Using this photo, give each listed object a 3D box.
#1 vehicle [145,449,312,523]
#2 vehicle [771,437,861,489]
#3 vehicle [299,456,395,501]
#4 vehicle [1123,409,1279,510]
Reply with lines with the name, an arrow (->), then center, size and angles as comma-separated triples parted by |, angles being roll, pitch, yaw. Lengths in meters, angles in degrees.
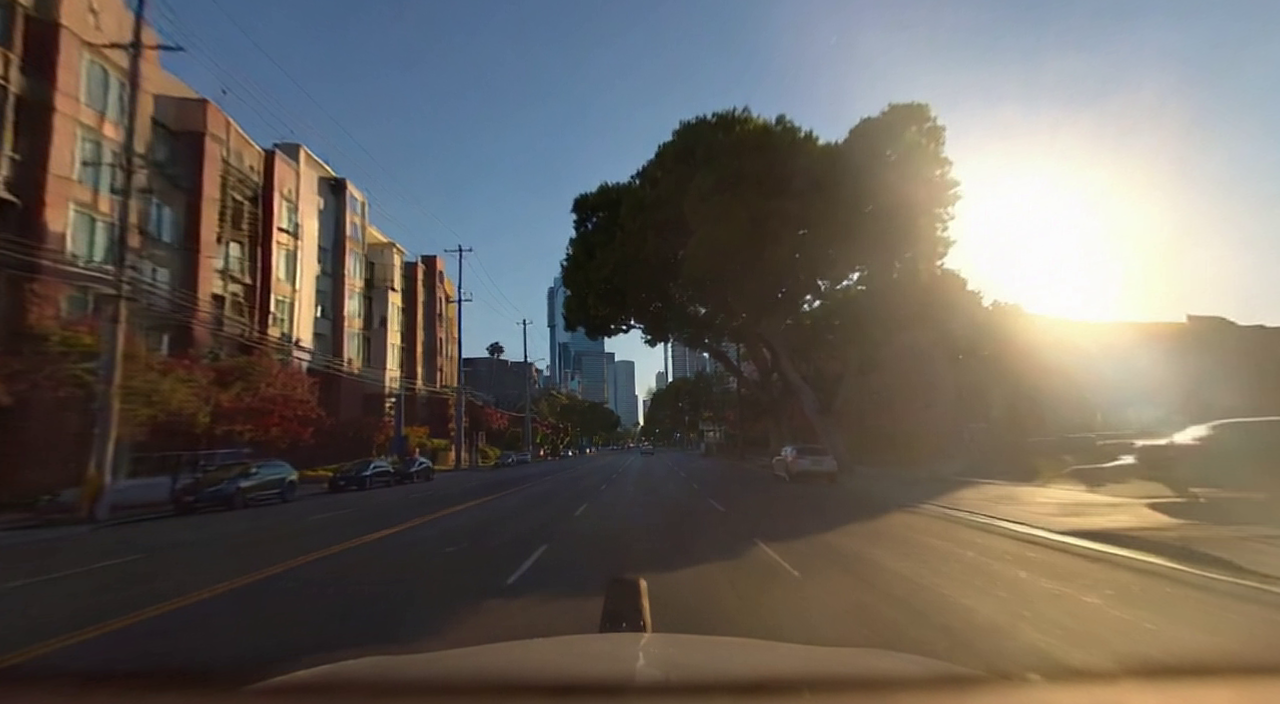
vehicle -> -11.920, 3.853, 18.650 | 1.979, 1.759, 4.435 | -4, -9, 0
vehicle -> 6.721, 4.274, 24.663 | 2.078, 1.766, 5.474 | -1, -8, 1
vehicle -> -11.815, 5.078, 25.702 | 1.876, 1.502, 4.506 | -3, -9, -1
vehicle -> 12.750, 2.049, 12.239 | 4.823, 1.763, 2.161 | 0, -8, 0
